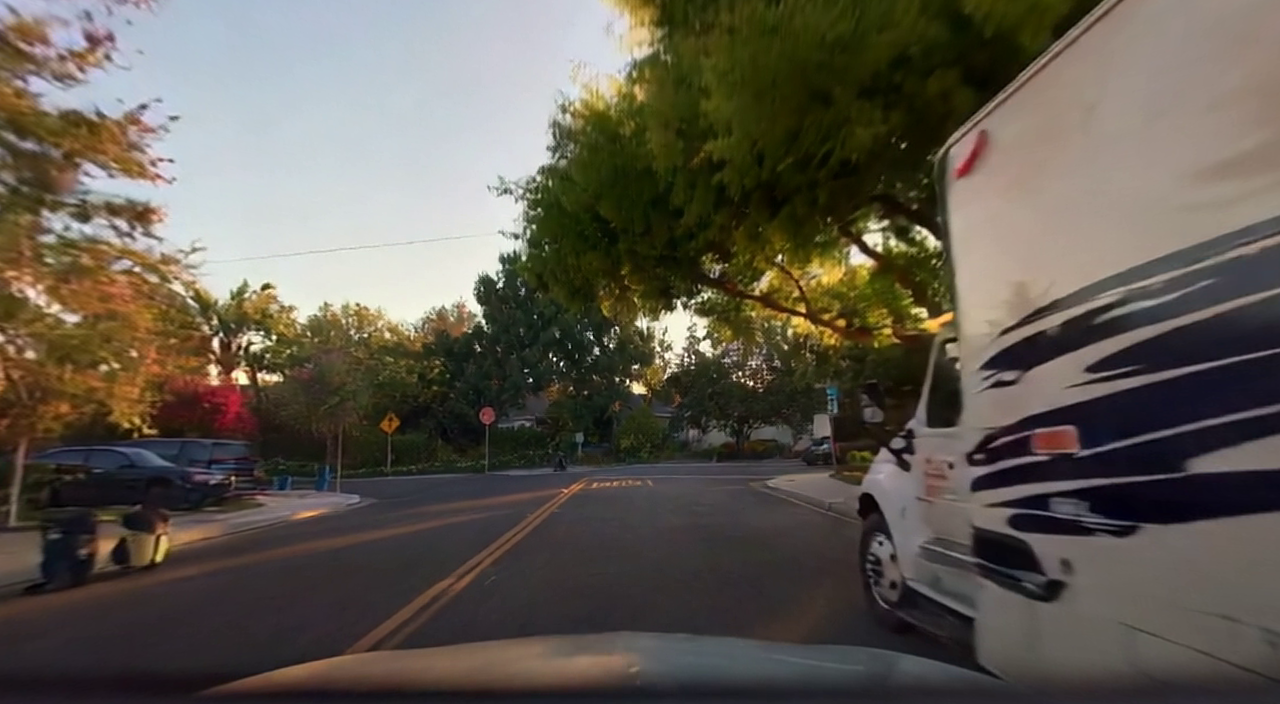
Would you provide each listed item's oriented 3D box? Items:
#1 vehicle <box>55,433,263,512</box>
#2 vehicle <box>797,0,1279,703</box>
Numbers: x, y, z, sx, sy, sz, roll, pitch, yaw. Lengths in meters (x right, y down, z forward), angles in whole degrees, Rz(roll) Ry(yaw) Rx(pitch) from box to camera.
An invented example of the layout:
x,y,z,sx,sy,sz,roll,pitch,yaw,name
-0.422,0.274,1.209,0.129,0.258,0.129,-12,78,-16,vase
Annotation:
x,y,z,sx,sy,sz,roll,pitch,yaw,name
-12.933,3.225,17.464,2.111,1.856,4.803,0,-8,-3,vehicle
3.090,0.000,1.722,2.915,3.243,8.972,0,-8,0,vehicle
